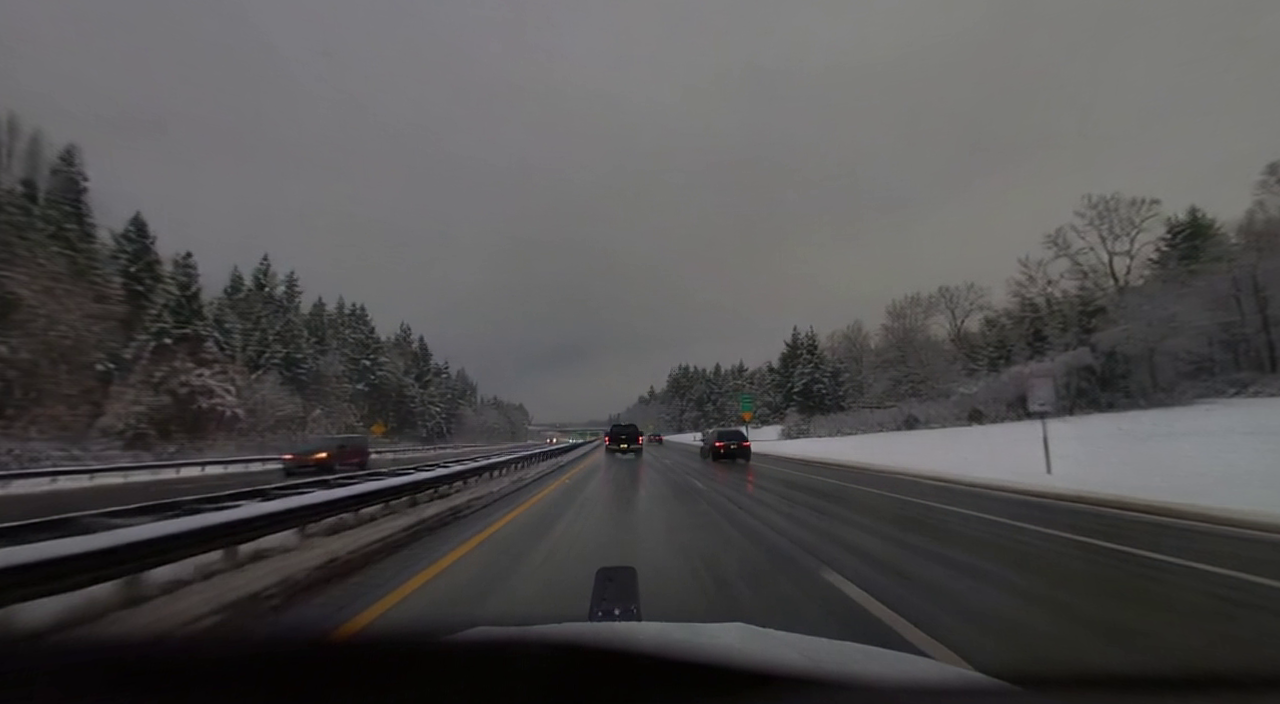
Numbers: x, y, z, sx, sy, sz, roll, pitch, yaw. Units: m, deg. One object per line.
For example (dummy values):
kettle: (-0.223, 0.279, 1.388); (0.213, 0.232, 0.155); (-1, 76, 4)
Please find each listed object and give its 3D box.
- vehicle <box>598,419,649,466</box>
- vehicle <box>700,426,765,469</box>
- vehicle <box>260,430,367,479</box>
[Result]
vehicle: (-0.814, 4.349, 30.445); (2.270, 2.044, 4.633); (0, -8, -2)
vehicle: (3.750, 3.958, 26.324); (1.981, 1.606, 3.956); (0, -8, -2)
vehicle: (-14.091, 4.422, 27.617); (2.077, 1.935, 5.061); (0, -8, -1)
